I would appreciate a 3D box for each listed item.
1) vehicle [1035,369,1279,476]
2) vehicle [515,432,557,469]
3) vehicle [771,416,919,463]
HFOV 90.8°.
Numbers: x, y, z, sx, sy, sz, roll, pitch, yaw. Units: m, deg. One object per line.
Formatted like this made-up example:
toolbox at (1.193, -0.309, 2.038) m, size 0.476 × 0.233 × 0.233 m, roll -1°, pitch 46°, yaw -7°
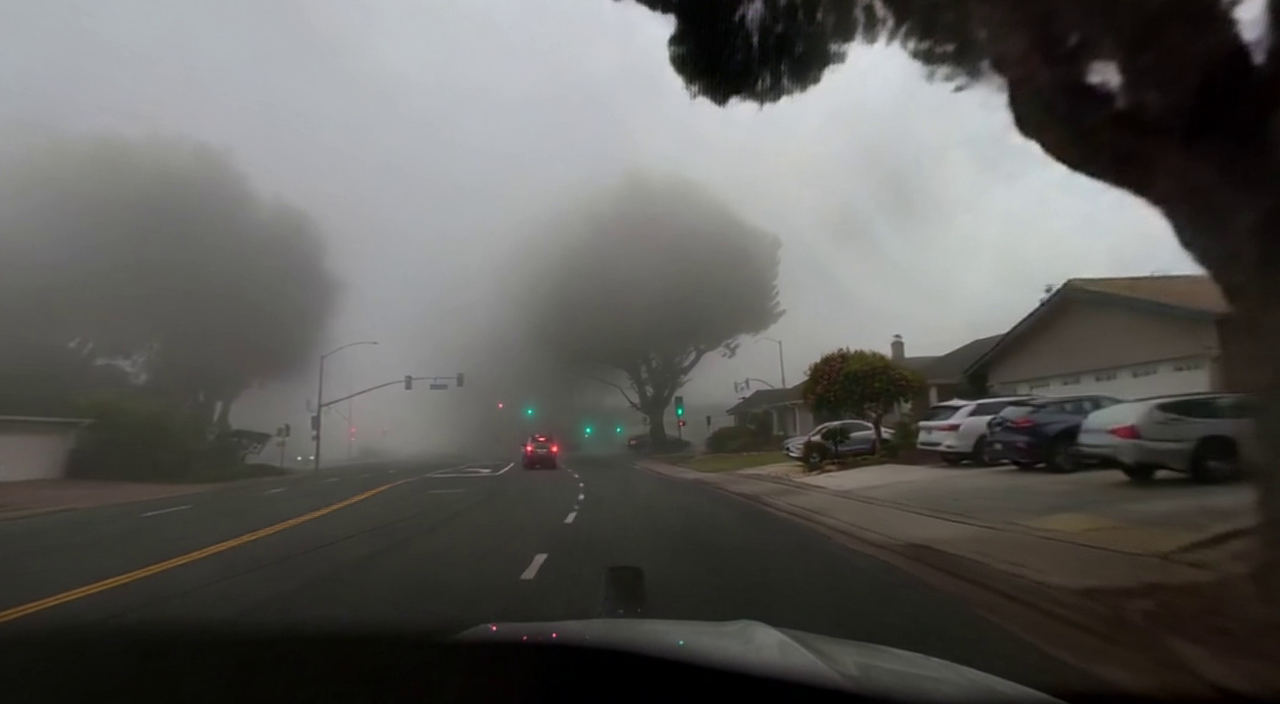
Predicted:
vehicle at (9.697, 1.224, 10.820) m, size 4.590 × 1.648 × 1.876 m, roll 0°, pitch -8°, yaw -3°
vehicle at (-5.461, 5.212, 33.582) m, size 2.041 × 1.834 × 4.679 m, roll 1°, pitch -8°, yaw -8°
vehicle at (7.374, 3.191, 23.008) m, size 4.663 × 1.618 × 1.962 m, roll 1°, pitch -8°, yaw -7°
